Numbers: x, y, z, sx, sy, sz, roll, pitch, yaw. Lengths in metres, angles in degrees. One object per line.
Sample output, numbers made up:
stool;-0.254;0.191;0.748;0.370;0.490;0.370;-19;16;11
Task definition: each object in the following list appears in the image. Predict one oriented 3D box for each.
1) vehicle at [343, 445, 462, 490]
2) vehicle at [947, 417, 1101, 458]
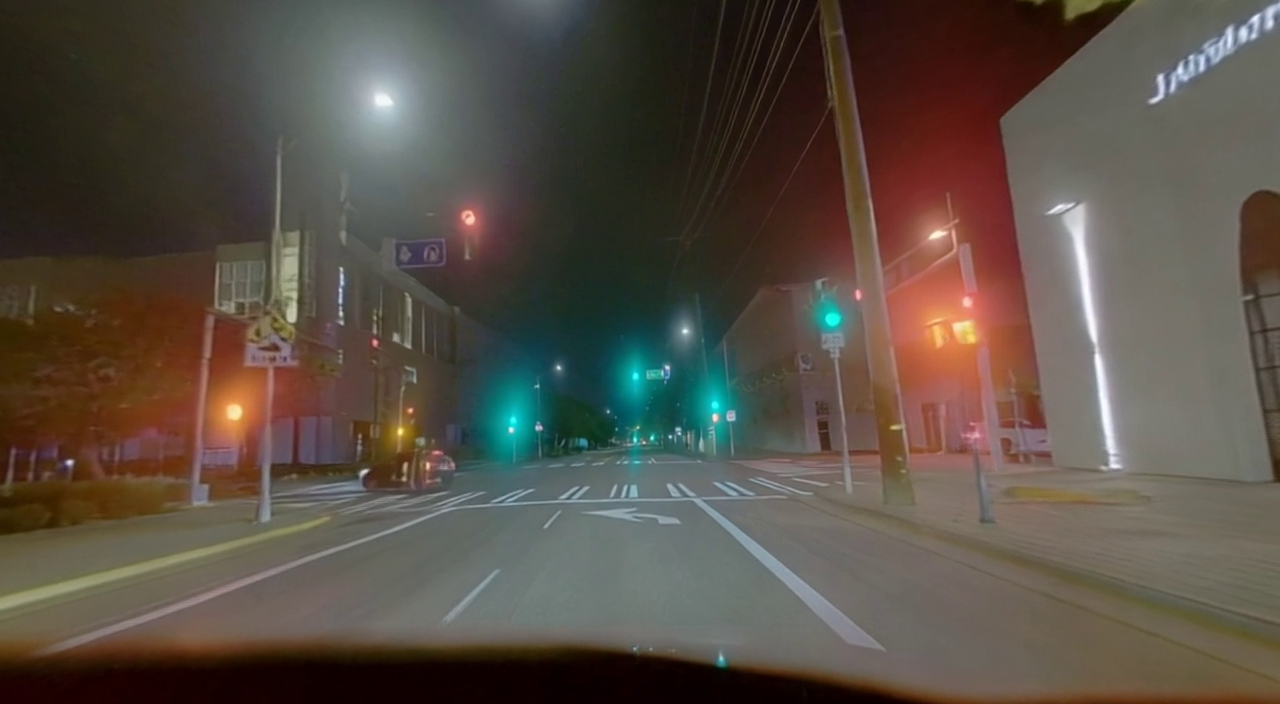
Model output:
vehicle;-9.546;4.560;25.305;4.624;1.478;2.118;-6;-6;33
vehicle;14.573;3.270;24.185;4.632;1.484;1.907;0;-9;-1
